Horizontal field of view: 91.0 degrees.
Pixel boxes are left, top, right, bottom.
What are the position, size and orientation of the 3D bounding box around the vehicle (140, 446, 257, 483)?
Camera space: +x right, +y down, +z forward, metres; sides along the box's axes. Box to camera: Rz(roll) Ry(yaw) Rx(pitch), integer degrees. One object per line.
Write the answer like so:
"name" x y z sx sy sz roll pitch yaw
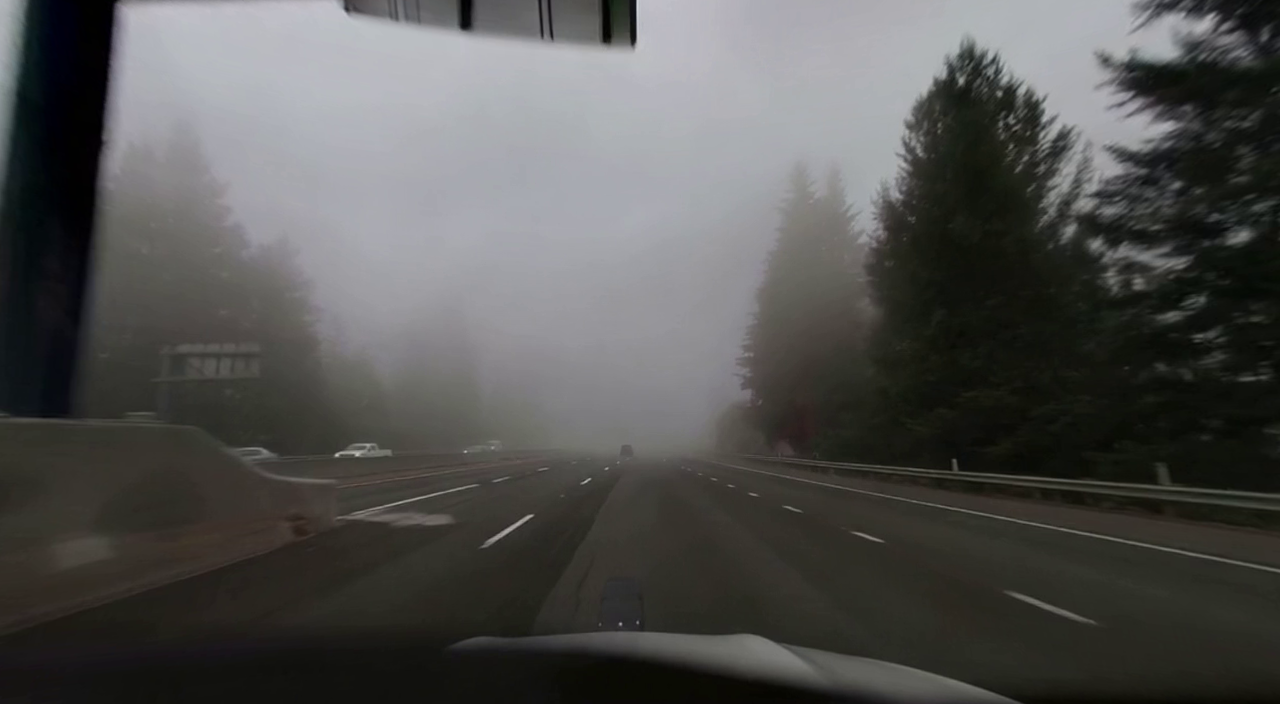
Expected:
"vehicle" -19.634 4.982 28.309 1.874 1.510 4.653 0 -9 1
